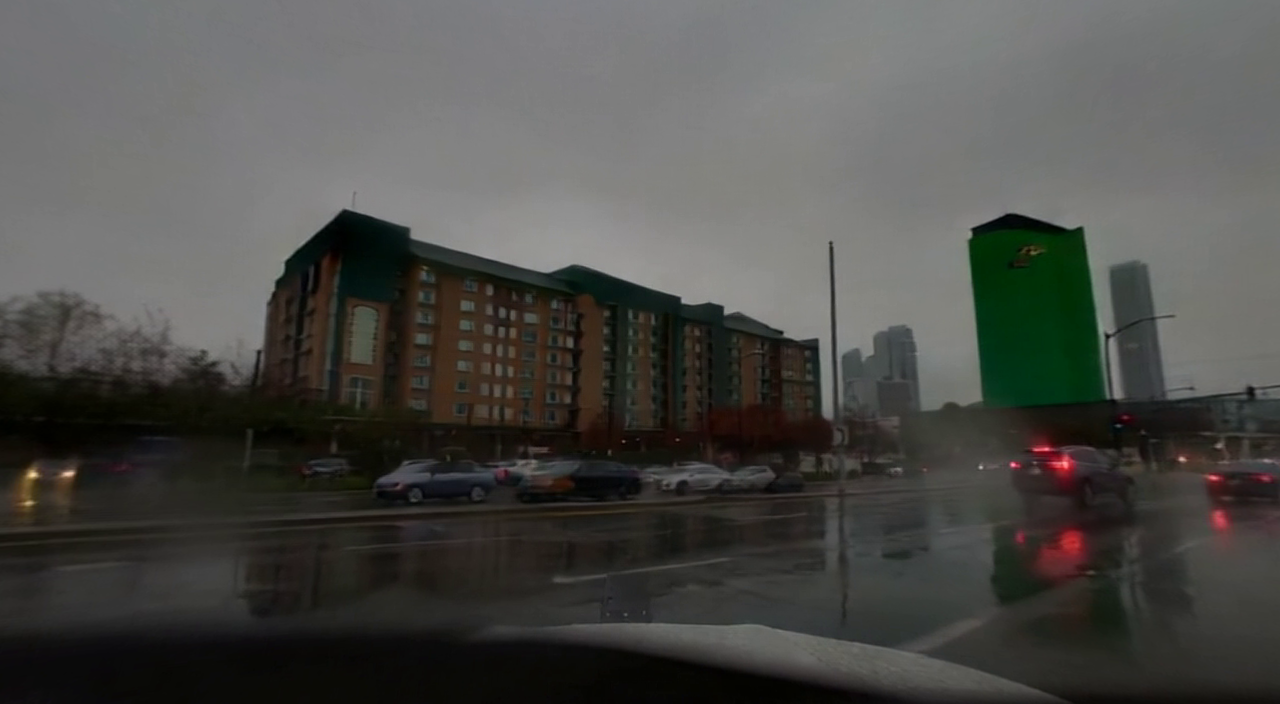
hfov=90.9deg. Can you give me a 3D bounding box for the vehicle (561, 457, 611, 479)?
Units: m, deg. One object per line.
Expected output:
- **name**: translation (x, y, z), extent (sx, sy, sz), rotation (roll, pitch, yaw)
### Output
- **vehicle**: translation (-4.138, 8.762, 47.784), extent (2.133, 1.494, 4.108), rotation (5, -10, -32)

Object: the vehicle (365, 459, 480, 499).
- **vehicle**: translation (-11.065, 6.431, 32.266), extent (5.127, 1.803, 2.011), rotation (6, -11, -35)

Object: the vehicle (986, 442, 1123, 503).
- **vehicle**: translation (13.001, 3.691, 19.690), extent (4.284, 1.692, 2.031), rotation (6, -11, -35)

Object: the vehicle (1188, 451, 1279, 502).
- **vehicle**: translation (19.854, 3.932, 20.310), extent (4.710, 1.444, 2.041), rotation (6, -11, -34)

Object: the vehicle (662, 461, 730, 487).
- **vehicle**: translation (3.908, 8.467, 43.826), extent (4.604, 1.600, 1.875), rotation (7, -11, -37)

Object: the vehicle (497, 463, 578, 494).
- **vehicle**: translation (-5.846, 7.211, 36.272), extent (4.215, 1.575, 1.884), rotation (7, -11, -38)

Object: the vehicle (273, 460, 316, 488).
- **vehicle**: translation (-20.389, 7.128, 37.084), extent (1.845, 1.509, 3.855), rotation (5, -10, -32)

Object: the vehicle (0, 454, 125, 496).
- **vehicle**: translation (-29.569, 6.181, 31.934), extent (4.920, 1.956, 1.865), rotation (2, -9, -12)

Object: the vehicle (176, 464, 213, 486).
- **vehicle**: translation (-33.520, 9.261, 47.522), extent (1.985, 1.453, 4.100), rotation (5, -10, -32)
